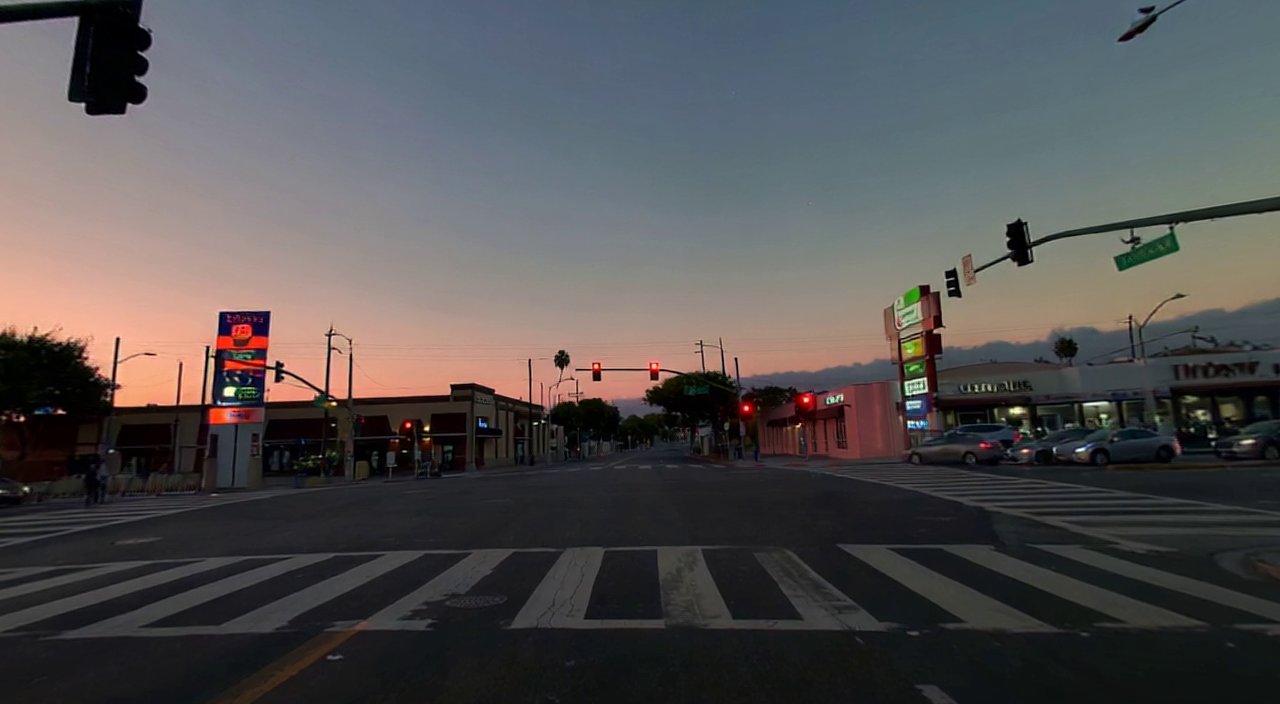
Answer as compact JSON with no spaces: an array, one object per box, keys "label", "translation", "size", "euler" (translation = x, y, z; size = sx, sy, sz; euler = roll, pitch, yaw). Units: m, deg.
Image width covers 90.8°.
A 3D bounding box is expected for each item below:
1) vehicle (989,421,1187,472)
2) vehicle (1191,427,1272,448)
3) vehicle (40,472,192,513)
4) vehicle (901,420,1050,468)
[{"label":"vehicle","translation":[14.356,3.093,20.632],"size":[4.835,1.487,1.913],"euler":[-3,-9,20]},{"label":"vehicle","translation":[42.041,6.067,44.897],"size":[4.347,1.446,1.777],"euler":[1,-9,-9]},{"label":"vehicle","translation":[-21.169,5.673,25.643],"size":[4.676,1.463,1.909],"euler":[-1,-8,6]},{"label":"vehicle","translation":[13.016,3.645,24.941],"size":[4.916,1.730,1.986],"euler":[-4,-9,21]}]
